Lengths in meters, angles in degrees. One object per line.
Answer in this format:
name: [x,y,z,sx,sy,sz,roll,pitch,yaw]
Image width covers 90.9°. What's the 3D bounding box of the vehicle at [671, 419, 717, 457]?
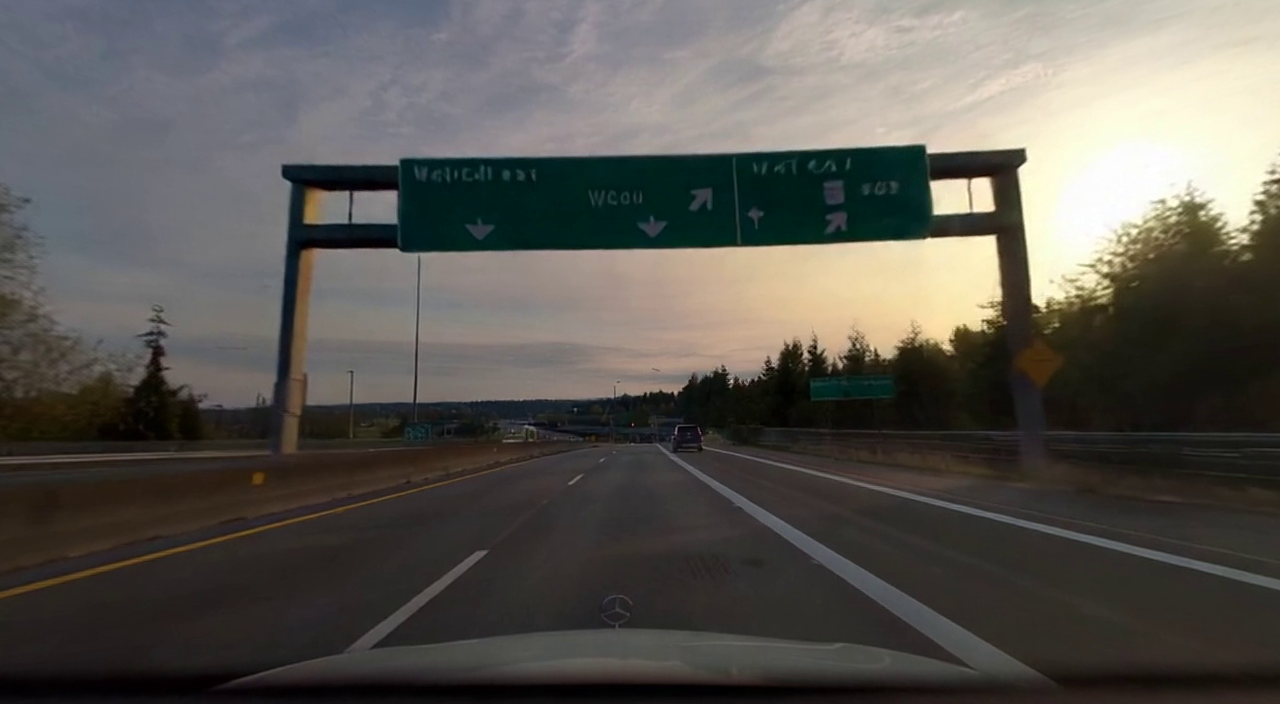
vehicle: [3.377,5.545,40.633,2.450,2.314,4.753,0,-8,-1]
